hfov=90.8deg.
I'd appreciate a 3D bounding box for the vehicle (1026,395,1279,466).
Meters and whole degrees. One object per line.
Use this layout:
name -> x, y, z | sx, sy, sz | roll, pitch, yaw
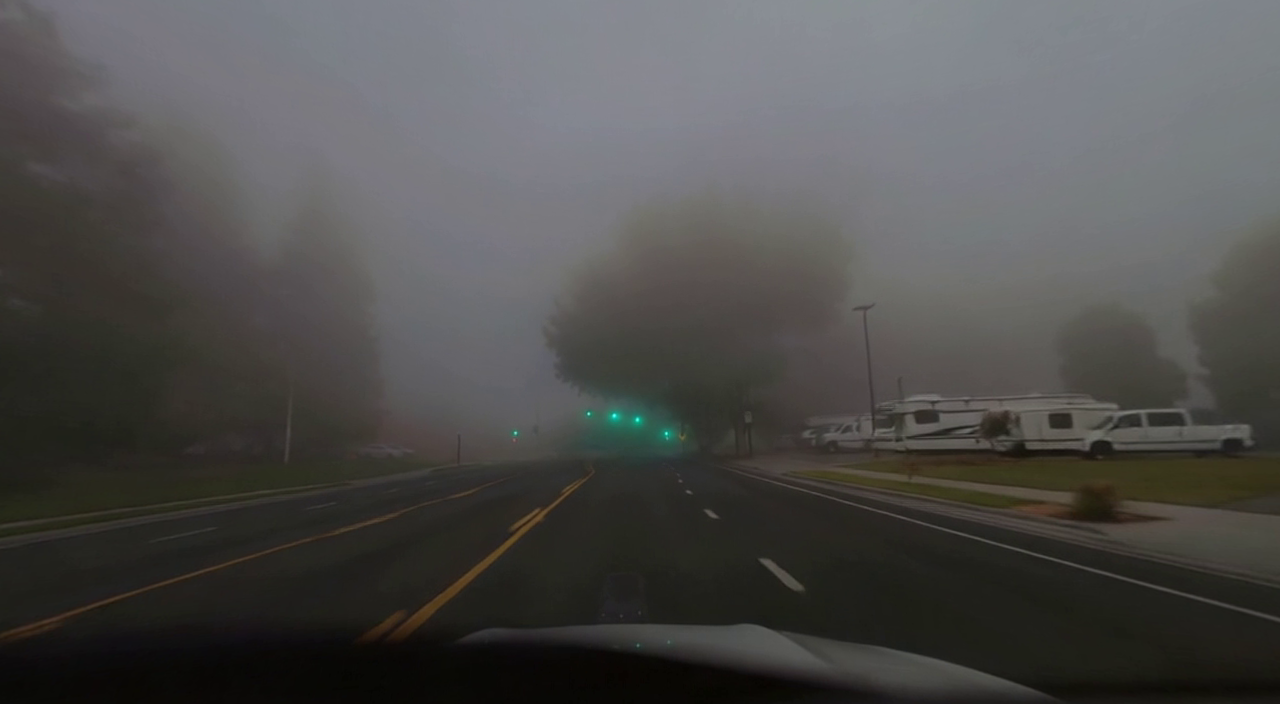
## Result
vehicle -> 15.537, 2.427, 19.305 | 5.979, 2.037, 2.159 | 0, -9, 0
